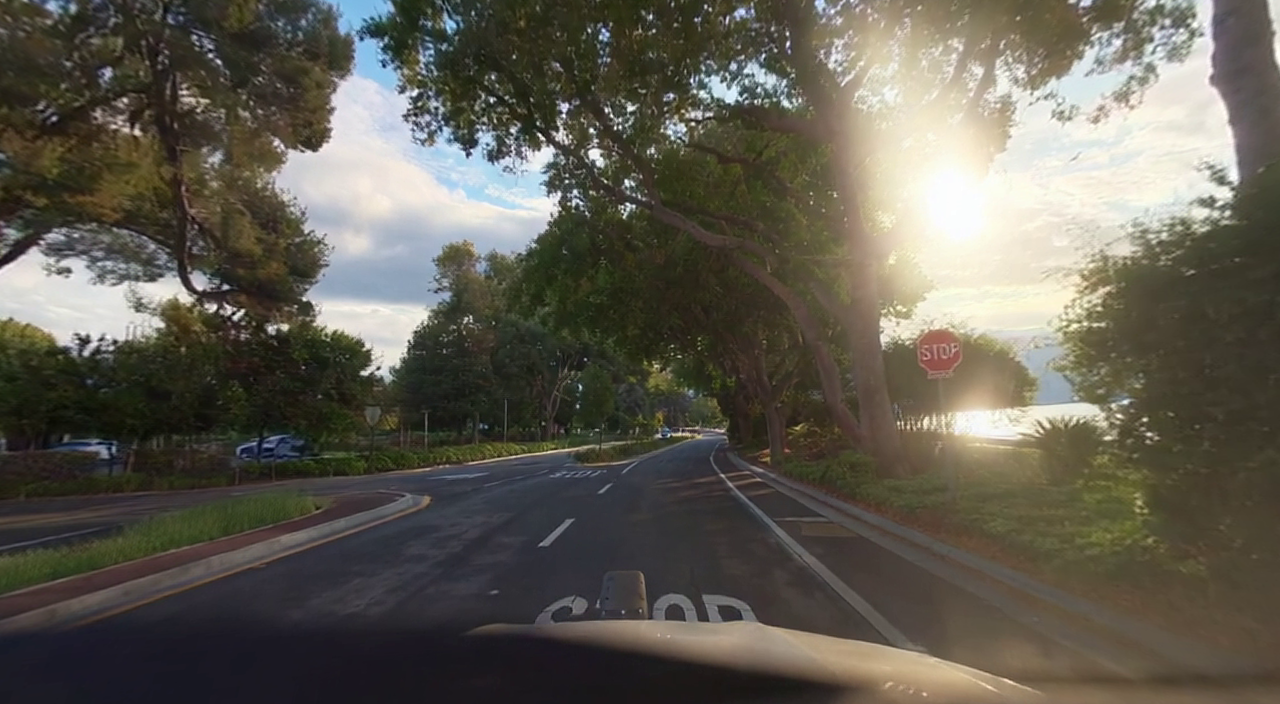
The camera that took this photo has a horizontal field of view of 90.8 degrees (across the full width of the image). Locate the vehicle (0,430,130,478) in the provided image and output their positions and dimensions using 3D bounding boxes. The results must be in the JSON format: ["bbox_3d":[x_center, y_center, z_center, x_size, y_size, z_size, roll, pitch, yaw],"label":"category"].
[{"bbox_3d":[-28.372,5.015,31.251,4.733,1.892,1.939,-4,-4,2],"label":"vehicle"}]
